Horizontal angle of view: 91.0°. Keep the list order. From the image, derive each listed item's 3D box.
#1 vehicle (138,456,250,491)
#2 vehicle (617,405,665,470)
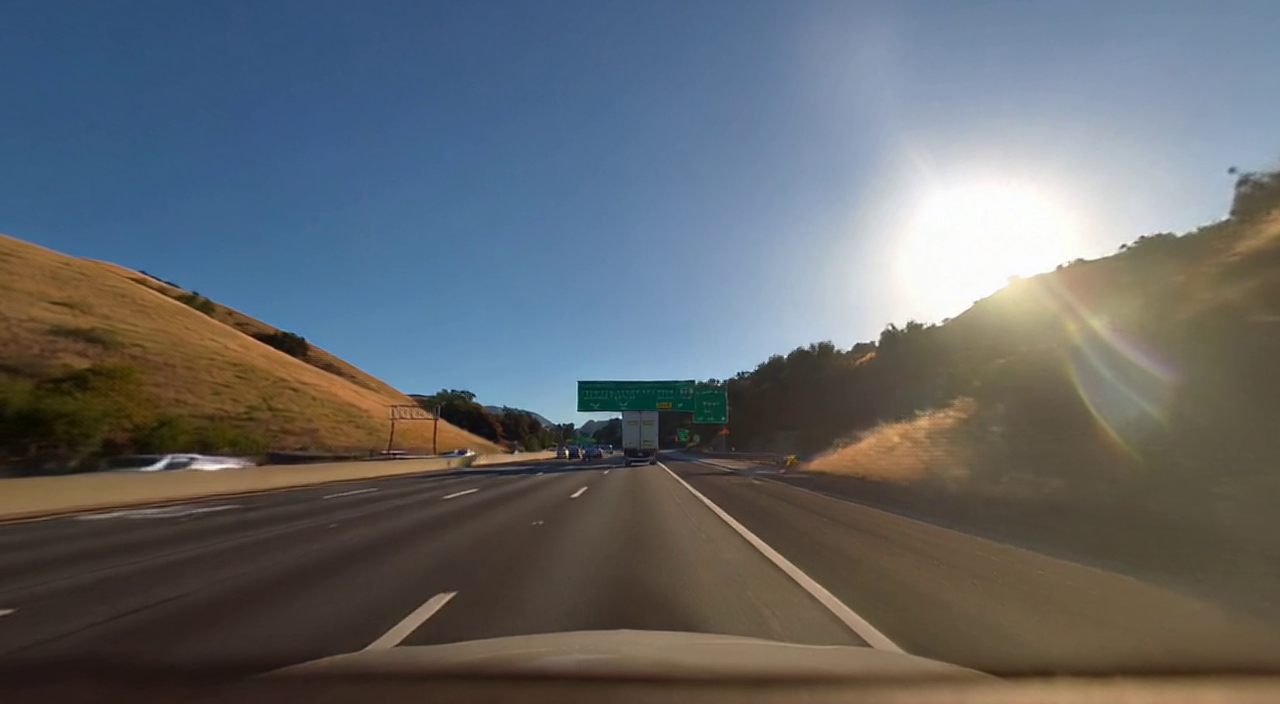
[{"bbox_3d":[-21.688,5.883,30.906,1.948,1.496,4.780,0,-9,1],"label":"vehicle"},{"bbox_3d":[0.195,6.333,46.174,3.039,4.131,11.822,0,-9,1],"label":"vehicle"}]
